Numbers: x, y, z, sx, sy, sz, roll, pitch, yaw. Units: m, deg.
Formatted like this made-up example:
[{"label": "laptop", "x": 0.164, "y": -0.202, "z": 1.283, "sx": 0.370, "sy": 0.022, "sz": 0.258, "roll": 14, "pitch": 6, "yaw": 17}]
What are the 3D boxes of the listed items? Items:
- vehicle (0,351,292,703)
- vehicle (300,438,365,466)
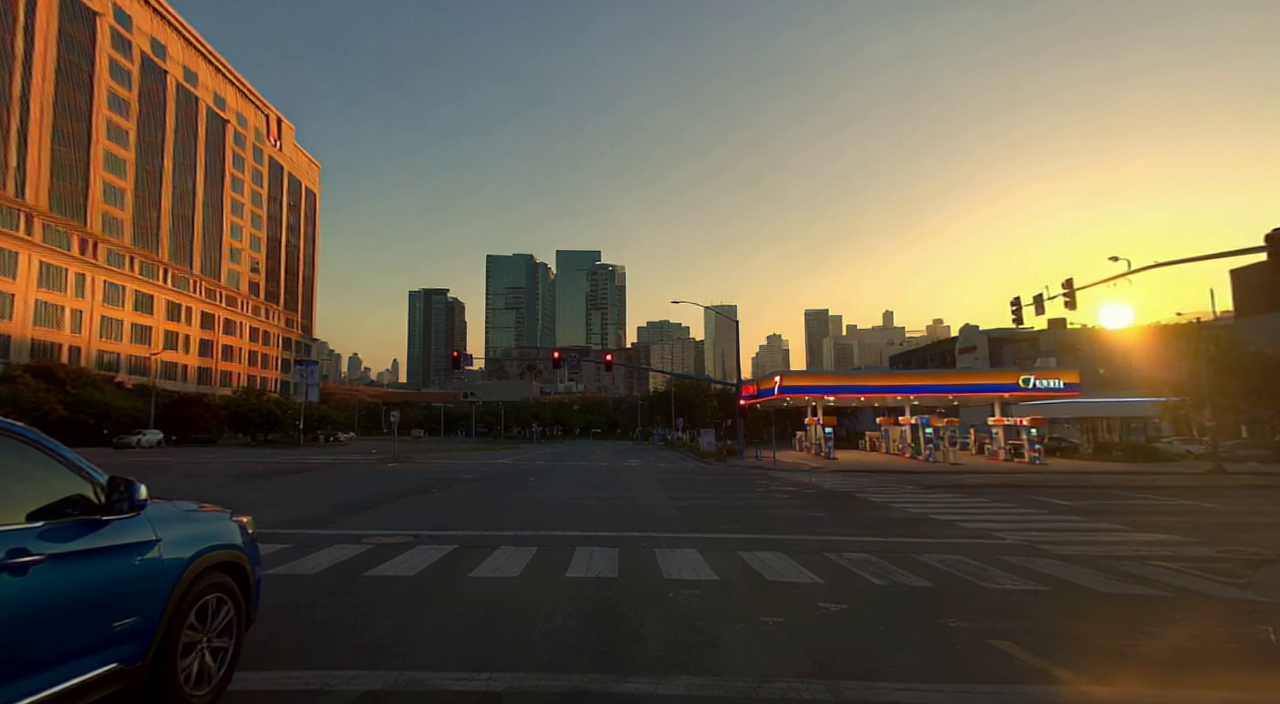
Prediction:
[{"label": "vehicle", "x": -3.431, "y": 0.802, "z": 2.047, "sx": 2.053, "sy": 1.690, "sz": 4.364, "roll": 0, "pitch": -9, "yaw": 0}, {"label": "vehicle", "x": -20.488, "y": 6.686, "z": 42.157, "sx": 2.004, "sy": 1.699, "sz": 4.486, "roll": 0, "pitch": -9, "yaw": 1}]
